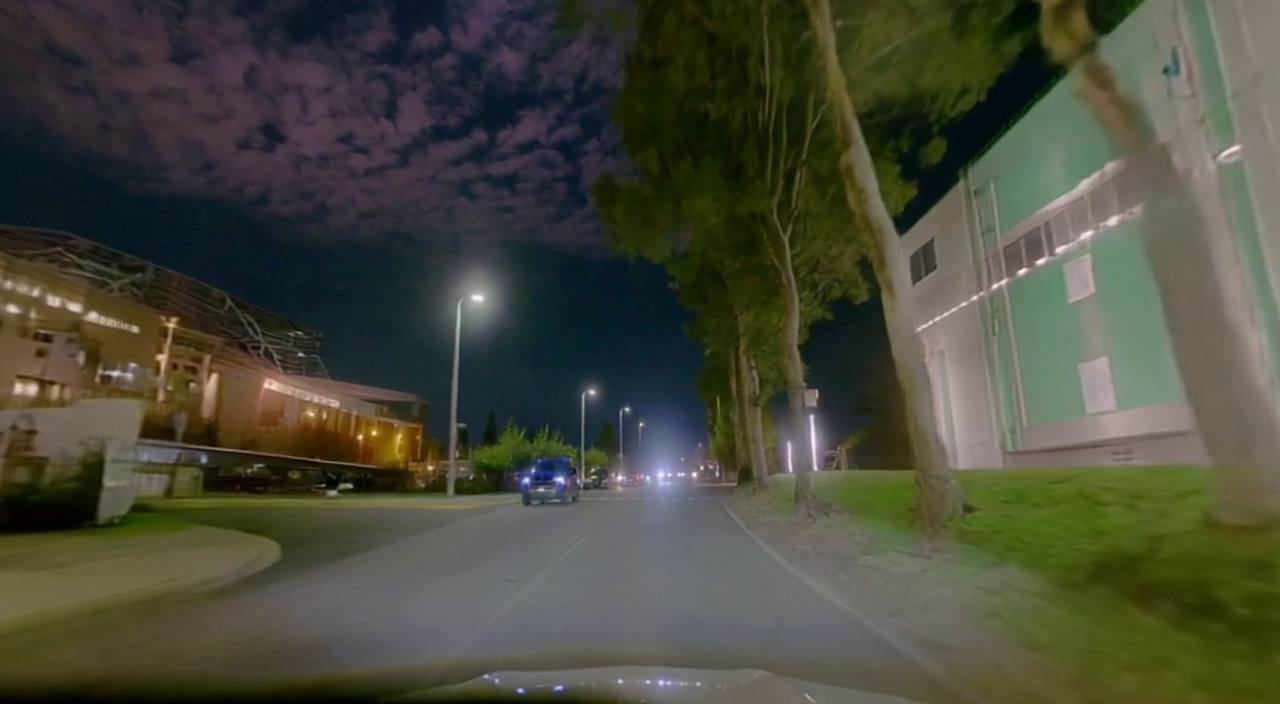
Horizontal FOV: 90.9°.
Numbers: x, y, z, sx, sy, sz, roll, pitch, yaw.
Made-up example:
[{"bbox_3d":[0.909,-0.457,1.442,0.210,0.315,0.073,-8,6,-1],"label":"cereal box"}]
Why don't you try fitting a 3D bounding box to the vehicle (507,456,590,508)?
[{"bbox_3d":[-3.385,4.935,24.322,2.022,1.776,4.625,-2,-10,7],"label":"vehicle"}]
